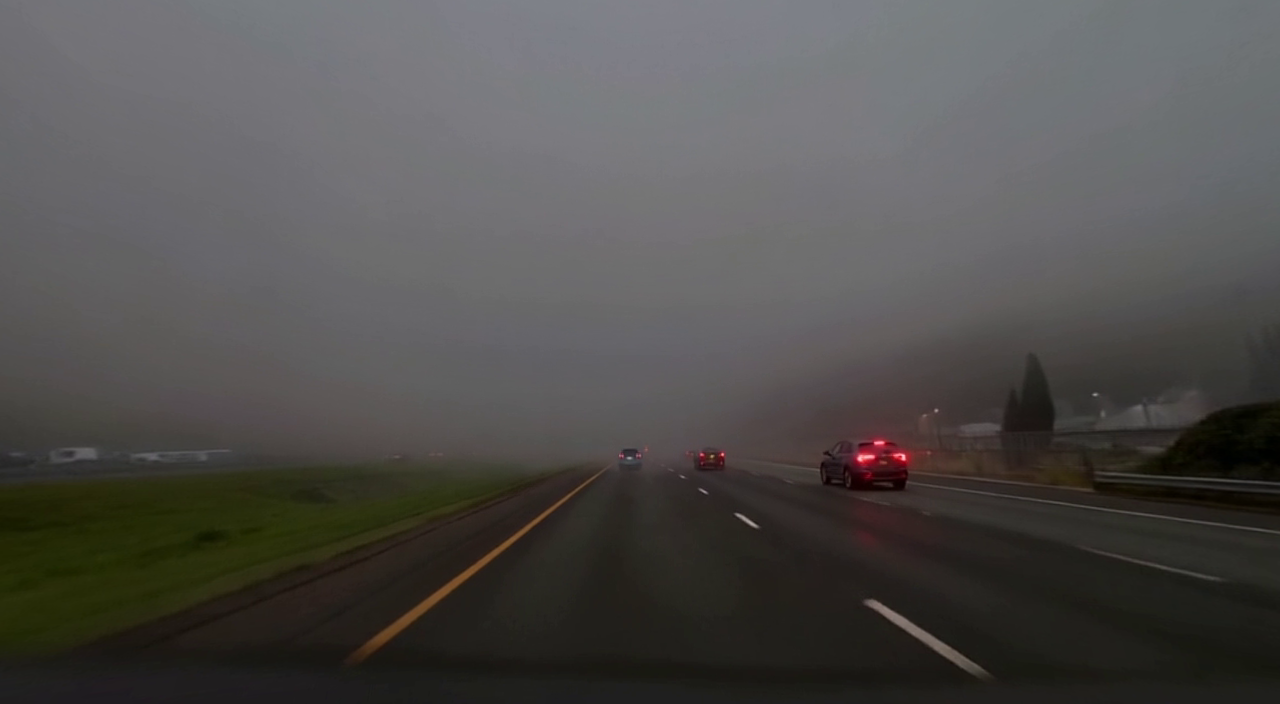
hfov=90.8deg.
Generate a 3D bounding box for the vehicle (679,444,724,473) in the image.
[{"bbox_3d":[3.326,5.837,35.058,1.978,1.488,4.252,0,-8,-2],"label":"vehicle"}]

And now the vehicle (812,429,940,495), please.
[{"bbox_3d":[7.217,3.405,19.999,2.114,1.800,4.779,0,-8,-1],"label":"vehicle"}]

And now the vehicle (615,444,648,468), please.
[{"bbox_3d":[-0.556,6.793,41.498,2.085,1.449,3.860,0,-8,-1],"label":"vehicle"}]
